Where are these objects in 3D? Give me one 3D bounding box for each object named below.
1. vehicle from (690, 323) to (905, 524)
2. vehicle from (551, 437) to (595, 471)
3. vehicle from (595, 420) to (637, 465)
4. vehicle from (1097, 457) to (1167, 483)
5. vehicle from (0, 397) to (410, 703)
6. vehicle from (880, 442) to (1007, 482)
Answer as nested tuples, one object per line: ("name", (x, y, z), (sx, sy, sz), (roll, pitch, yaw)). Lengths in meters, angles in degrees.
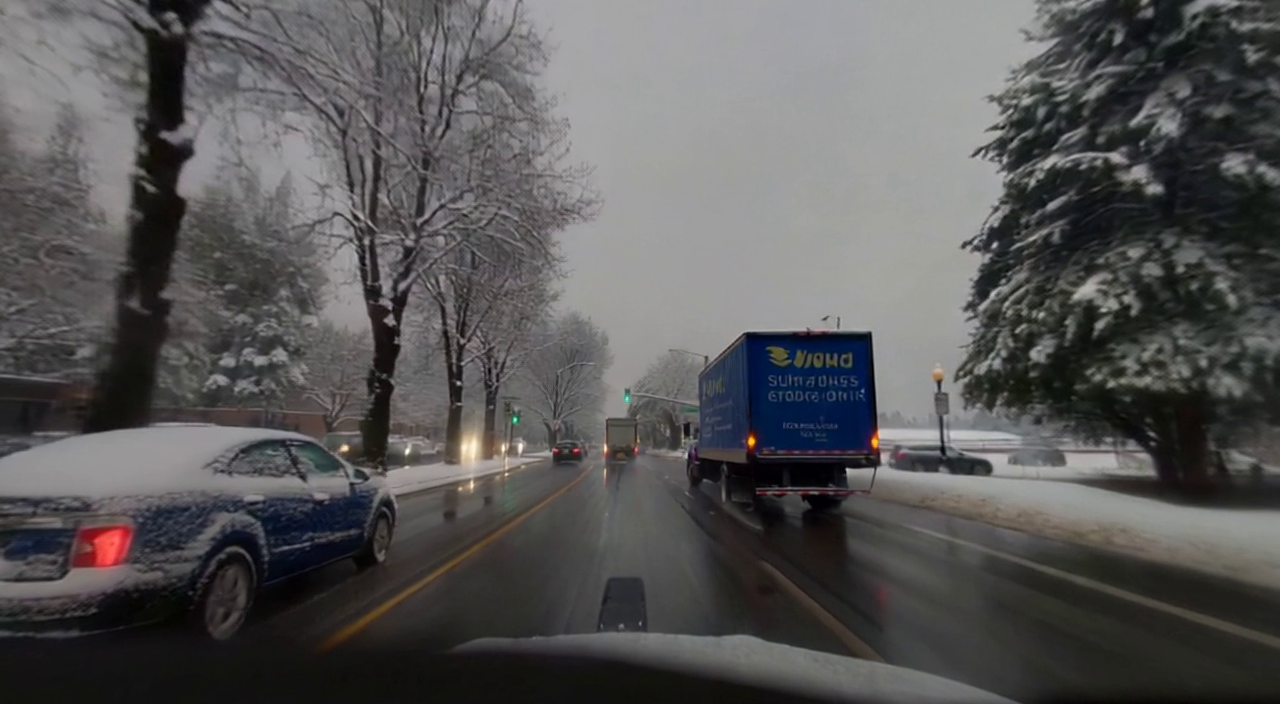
("vehicle", (3.185, 1.888, 15.704), (2.905, 3.644, 8.441), (0, -8, -2))
("vehicle", (-3.900, 5.862, 36.332), (2.388, 1.811, 4.455), (1, -8, -7))
("vehicle", (-2.005, 7.090, 48.873), (2.837, 3.142, 7.371), (1, -9, -5))
("vehicle", (35.400, 8.469, 45.348), (2.066, 1.643, 4.614), (-2, -9, 12))
("vehicle", (-3.542, 1.284, 4.883), (1.828, 1.515, 4.422), (-1, -8, 0))
("vehicle", (15.975, 5.798, 33.405), (5.670, 1.895, 2.219), (-1, -8, 15))
